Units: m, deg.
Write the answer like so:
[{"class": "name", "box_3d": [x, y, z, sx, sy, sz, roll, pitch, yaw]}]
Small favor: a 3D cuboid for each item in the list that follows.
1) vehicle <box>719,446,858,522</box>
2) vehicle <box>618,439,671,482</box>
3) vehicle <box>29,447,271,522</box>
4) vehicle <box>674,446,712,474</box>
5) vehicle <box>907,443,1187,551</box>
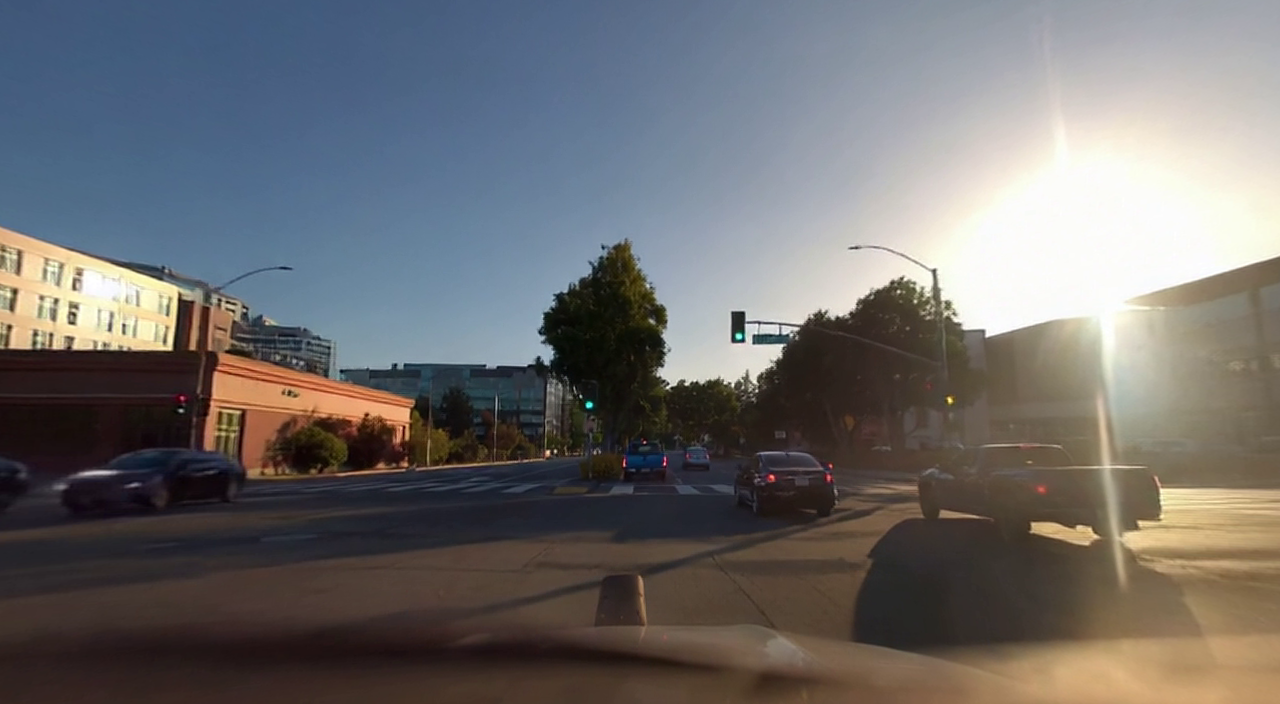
[{"class": "vehicle", "box_3d": [3.203, 2.917, 14.655, 2.057, 1.463, 4.365, 0, -8, -1]}, {"class": "vehicle", "box_3d": [0.221, 5.182, 30.412, 2.344, 1.883, 4.572, 0, -8, 0]}, {"class": "vehicle", "box_3d": [-11.230, 3.013, 15.057, 1.989, 1.459, 4.667, 0, -8, 0]}, {"class": "vehicle", "box_3d": [3.405, 7.037, 41.391, 2.013, 1.742, 4.424, 0, -8, -1]}, {"class": "vehicle", "box_3d": [6.574, 2.337, 11.025, 1.855, 1.469, 4.598, 0, -8, 1]}]
